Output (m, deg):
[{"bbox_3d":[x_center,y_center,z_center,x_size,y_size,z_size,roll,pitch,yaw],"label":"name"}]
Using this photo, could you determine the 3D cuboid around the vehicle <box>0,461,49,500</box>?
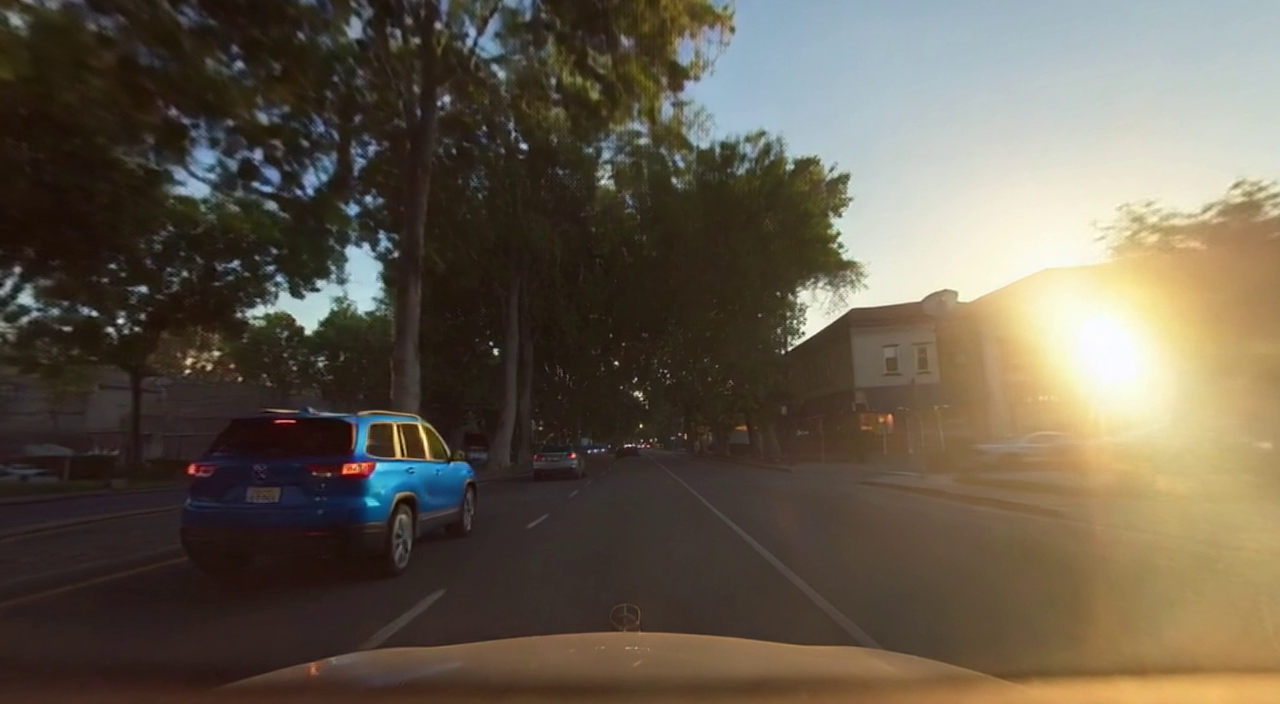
[{"bbox_3d":[-32.038,6.487,32.093,4.602,1.721,2.167,-7,-11,39],"label":"vehicle"}]

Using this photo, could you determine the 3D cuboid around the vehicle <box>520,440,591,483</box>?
[{"bbox_3d":[-3.130,4.178,24.426,2.069,1.470,4.601,0,-8,0],"label":"vehicle"}]

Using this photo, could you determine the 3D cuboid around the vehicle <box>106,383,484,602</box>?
[{"bbox_3d":[-3.428,1.497,7.539,2.042,1.817,4.364,0,-8,0],"label":"vehicle"}]
